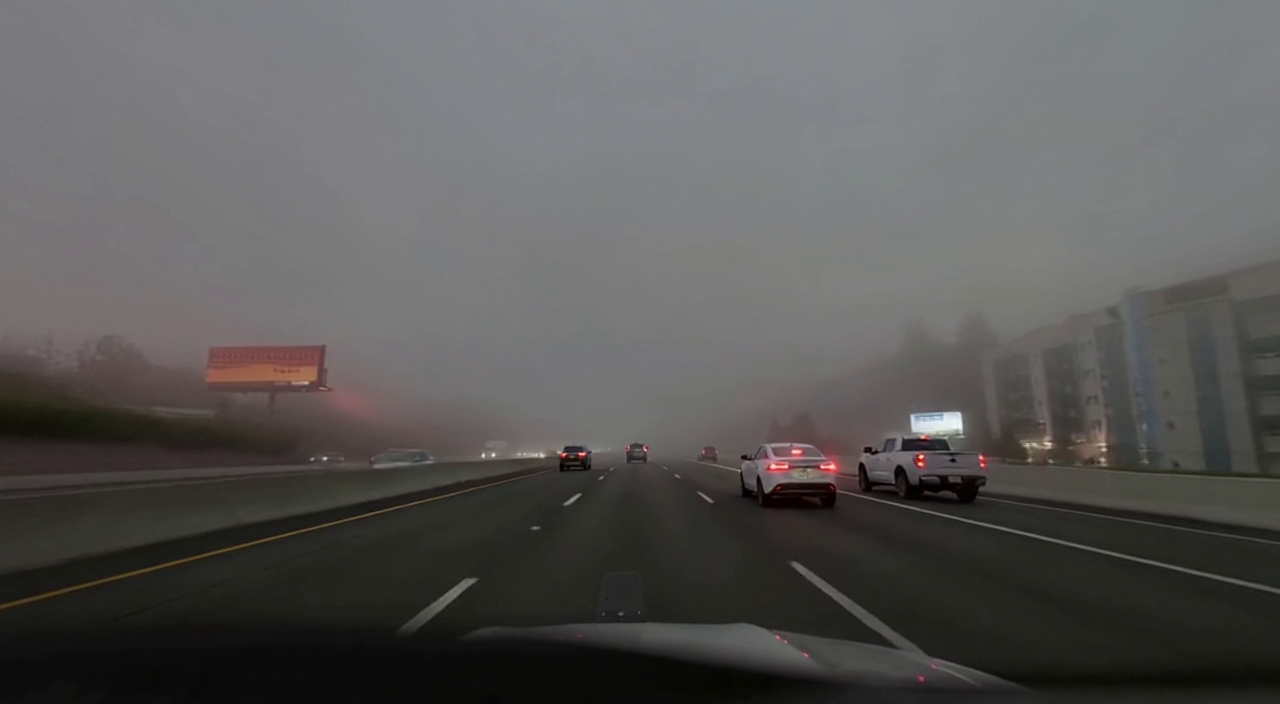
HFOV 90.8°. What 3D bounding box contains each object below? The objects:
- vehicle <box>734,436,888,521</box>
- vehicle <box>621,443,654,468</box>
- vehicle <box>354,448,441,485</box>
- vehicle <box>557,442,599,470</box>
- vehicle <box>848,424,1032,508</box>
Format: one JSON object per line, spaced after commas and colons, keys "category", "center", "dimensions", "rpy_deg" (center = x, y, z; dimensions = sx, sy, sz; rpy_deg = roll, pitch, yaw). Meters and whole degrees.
{"category": "vehicle", "center": [3.444, 2.647, 13.756], "dimensions": [1.987, 1.509, 4.512], "rpy_deg": [0, -9, -1]}
{"category": "vehicle", "center": [-0.198, 7.313, 44.627], "dimensions": [2.191, 1.685, 4.015], "rpy_deg": [0, -9, -1]}
{"category": "vehicle", "center": [-10.703, 5.050, 28.285], "dimensions": [2.007, 1.506, 4.586], "rpy_deg": [0, -9, 1]}
{"category": "vehicle", "center": [-3.966, 6.765, 41.252], "dimensions": [2.256, 1.756, 4.745], "rpy_deg": [0, -9, 0]}
{"category": "vehicle", "center": [7.302, 2.845, 16.137], "dimensions": [2.176, 1.793, 4.841], "rpy_deg": [0, -9, -2]}
